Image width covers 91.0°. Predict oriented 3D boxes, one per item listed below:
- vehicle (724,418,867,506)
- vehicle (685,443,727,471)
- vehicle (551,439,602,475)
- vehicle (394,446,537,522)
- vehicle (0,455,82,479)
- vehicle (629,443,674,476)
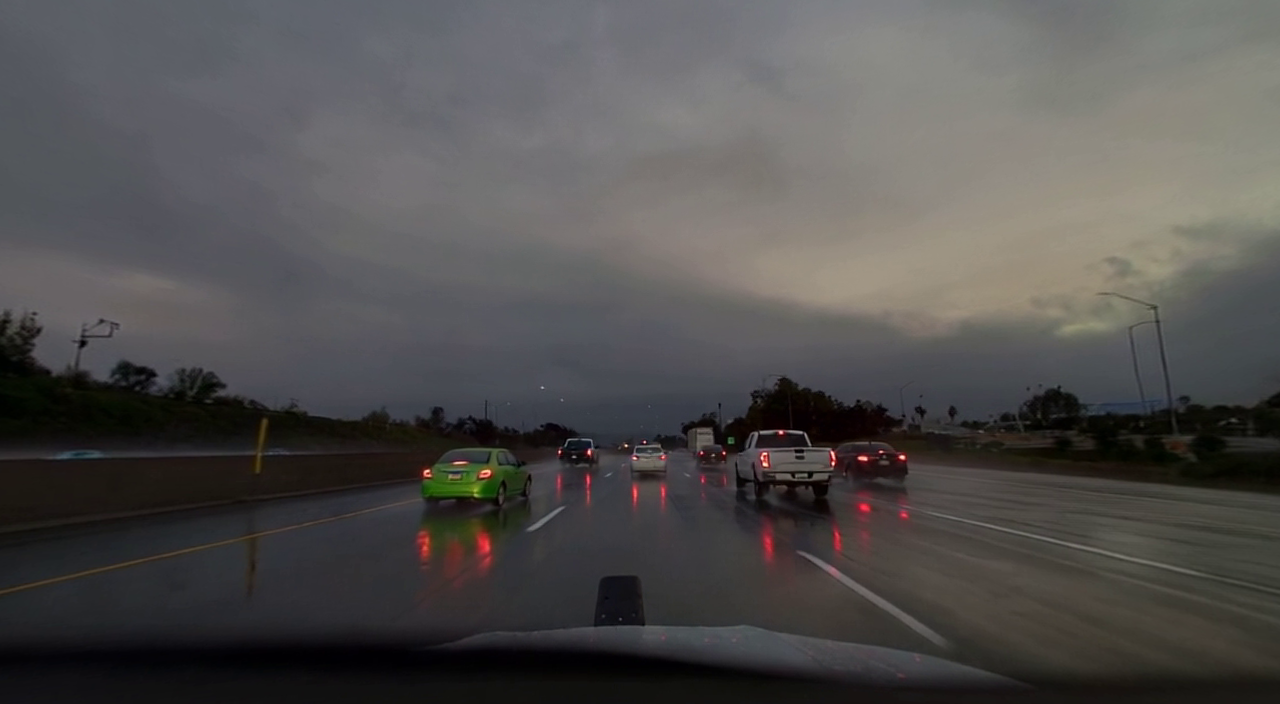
[{"bbox_3d":[3.832,2.861,16.820,2.340,1.925,5.529,0,-9,-1],"label":"vehicle"},{"bbox_3d":[4.204,6.762,40.750,2.145,1.636,4.437,0,-9,-1],"label":"vehicle"},{"bbox_3d":[-3.346,5.708,34.382,2.176,1.783,4.799,0,-9,1],"label":"vehicle"},{"bbox_3d":[-3.681,2.842,14.179,1.947,1.424,4.264,0,-9,1],"label":"vehicle"},{"bbox_3d":[-42.360,8.046,44.415,1.825,1.533,4.428,0,-9,0],"label":"vehicle"},{"bbox_3d":[0.582,5.452,32.254,2.147,1.572,4.094,0,-9,0],"label":"vehicle"}]
